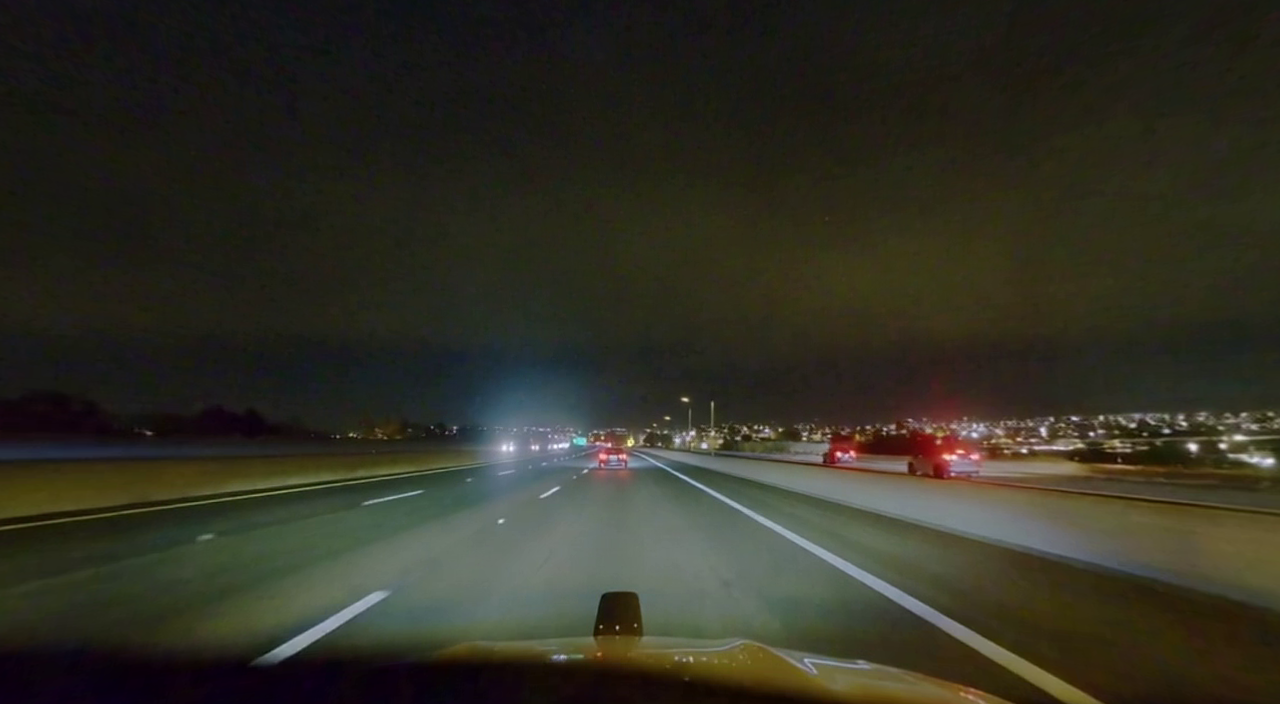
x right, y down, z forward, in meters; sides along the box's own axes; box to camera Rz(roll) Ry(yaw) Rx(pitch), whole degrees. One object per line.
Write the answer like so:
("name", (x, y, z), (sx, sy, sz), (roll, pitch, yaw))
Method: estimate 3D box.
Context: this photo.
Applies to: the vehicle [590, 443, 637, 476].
("vehicle", (-1.244, 5.282, 31.018), (2.055, 1.509, 4.255), (-1, -9, 1))
